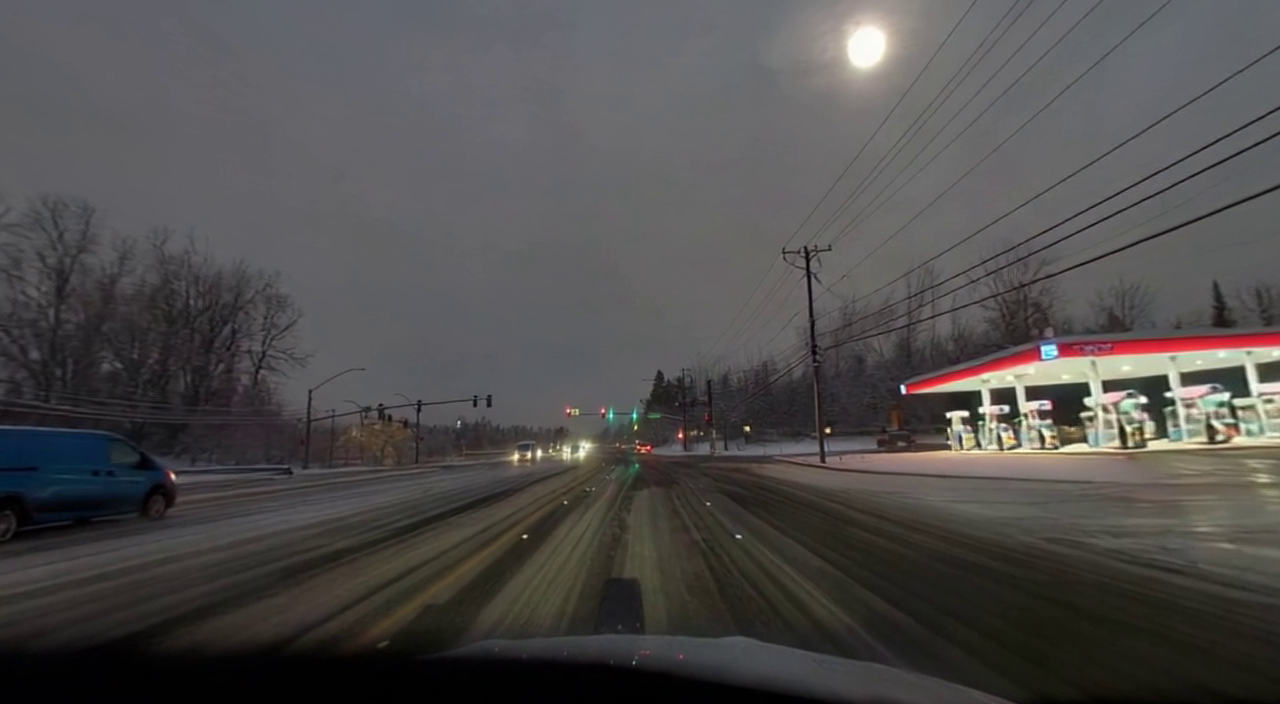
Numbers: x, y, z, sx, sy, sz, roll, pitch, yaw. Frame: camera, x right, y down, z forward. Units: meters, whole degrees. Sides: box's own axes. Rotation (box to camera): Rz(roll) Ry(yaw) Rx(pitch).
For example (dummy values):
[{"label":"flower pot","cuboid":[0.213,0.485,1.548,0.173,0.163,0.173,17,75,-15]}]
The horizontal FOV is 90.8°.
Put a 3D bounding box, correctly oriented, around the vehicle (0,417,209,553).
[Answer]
[{"label":"vehicle","cuboid":[-9.850,2.070,10.240,2.149,1.848,4.961,0,-9,1]}]
